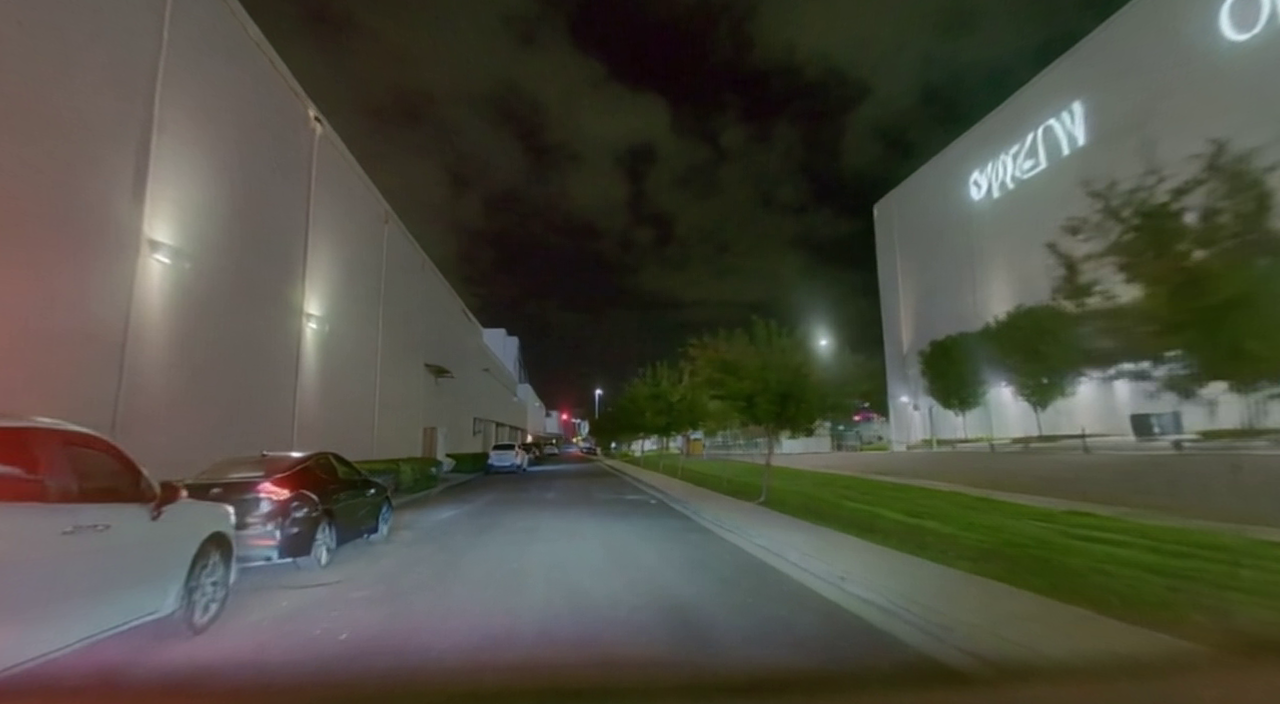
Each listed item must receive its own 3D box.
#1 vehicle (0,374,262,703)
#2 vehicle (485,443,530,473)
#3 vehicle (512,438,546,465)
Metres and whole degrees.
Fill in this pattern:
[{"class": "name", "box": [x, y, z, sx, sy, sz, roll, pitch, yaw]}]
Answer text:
[{"class": "vehicle", "box": [-4.056, 1.074, 3.289, 1.902, 1.712, 4.729, -2, -9, -9]}, {"class": "vehicle", "box": [-7.749, 6.248, 37.285, 2.040, 1.501, 4.440, -3, -9, -6]}, {"class": "vehicle", "box": [-8.650, 7.792, 49.293, 2.161, 1.843, 5.181, -3, -9, -6]}]
